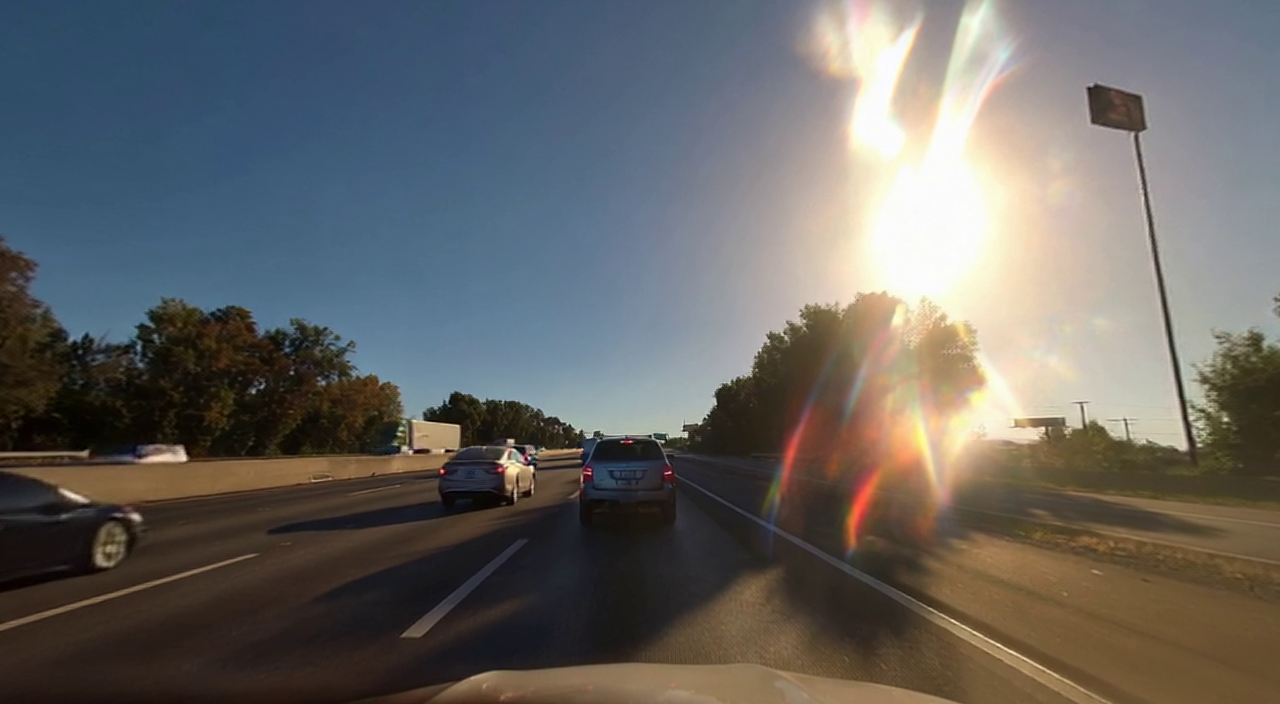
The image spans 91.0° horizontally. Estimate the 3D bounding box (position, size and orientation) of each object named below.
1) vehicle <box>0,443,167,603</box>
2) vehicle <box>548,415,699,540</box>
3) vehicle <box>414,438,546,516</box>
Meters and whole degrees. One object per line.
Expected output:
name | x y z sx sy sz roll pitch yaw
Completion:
vehicle | -6.879 1.523 5.411 1.892 1.468 4.792 0 -9 0
vehicle | -0.263 2.136 11.348 2.127 1.749 4.776 0 -9 -1
vehicle | -3.515 2.823 14.788 1.889 1.522 4.465 0 -9 1
